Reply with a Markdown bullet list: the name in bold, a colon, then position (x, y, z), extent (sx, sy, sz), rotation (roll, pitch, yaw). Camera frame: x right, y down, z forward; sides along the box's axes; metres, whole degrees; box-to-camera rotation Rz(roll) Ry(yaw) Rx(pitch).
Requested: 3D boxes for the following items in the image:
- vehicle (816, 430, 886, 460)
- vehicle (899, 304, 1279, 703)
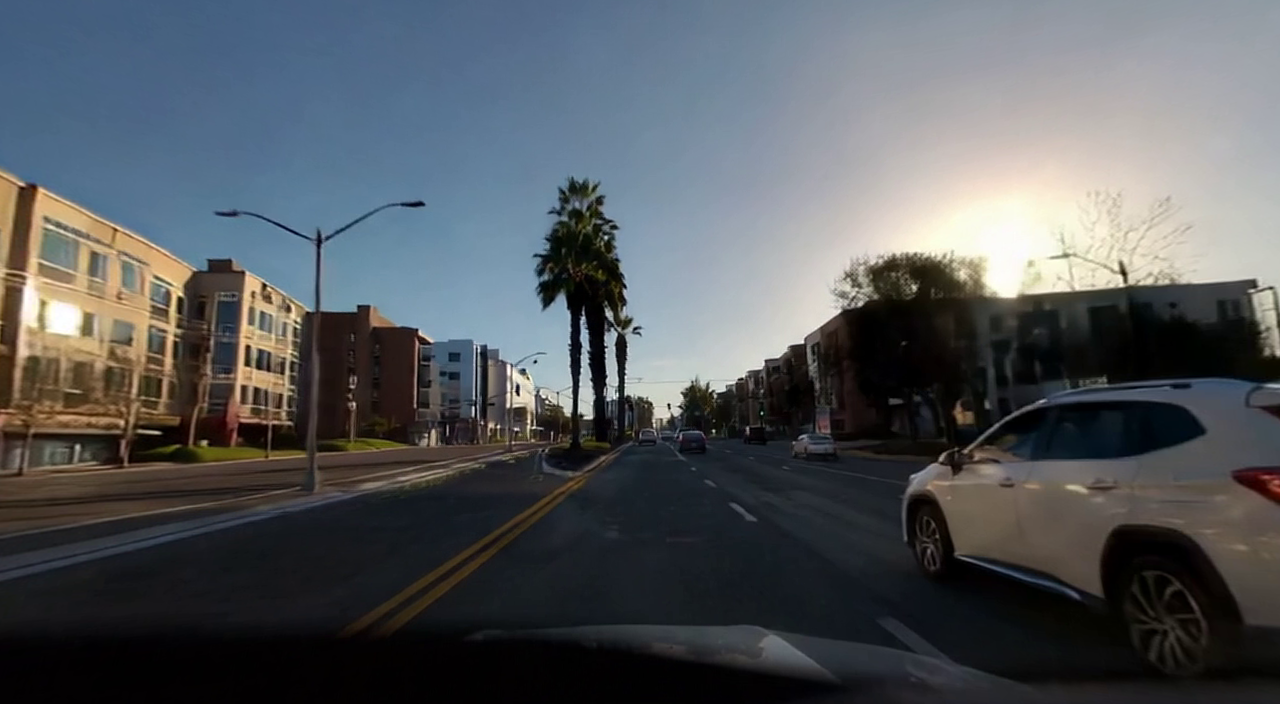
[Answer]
- **vehicle**: position (10.960, 4.888, 33.146), extent (1.871, 1.465, 4.395), rotation (0, -9, -4)
- **vehicle**: position (3.548, 0.865, 3.393), extent (2.219, 1.795, 4.718), rotation (0, -9, -1)
